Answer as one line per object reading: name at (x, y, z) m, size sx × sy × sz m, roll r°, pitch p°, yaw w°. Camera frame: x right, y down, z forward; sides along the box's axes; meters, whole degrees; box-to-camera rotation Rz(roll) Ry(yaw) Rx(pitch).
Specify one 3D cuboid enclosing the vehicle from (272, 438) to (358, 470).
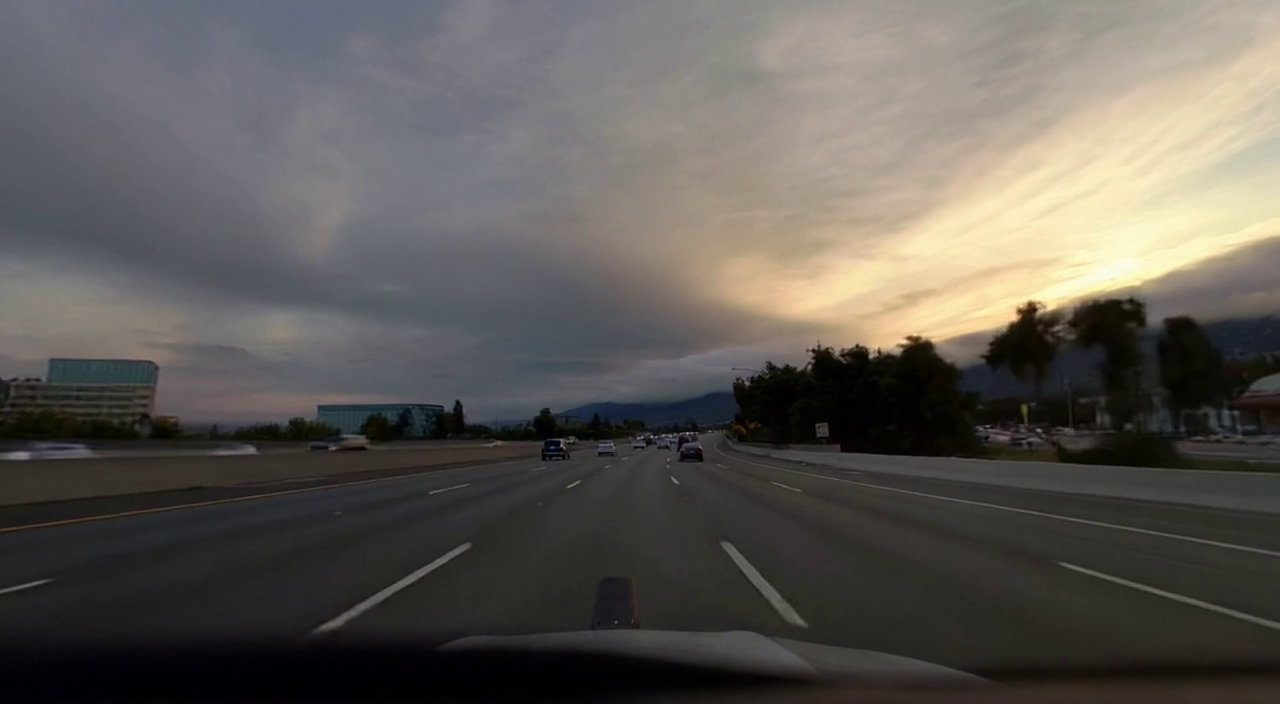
vehicle at (-19.730, 6.207, 38.687) m, size 2.327 × 1.788 × 5.212 m, roll 0°, pitch -9°, yaw 2°

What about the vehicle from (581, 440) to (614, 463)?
vehicle at (-3.280, 7.840, 49.851) m, size 2.179 × 1.693 × 4.204 m, roll 0°, pitch -9°, yaw 2°

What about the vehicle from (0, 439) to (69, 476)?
vehicle at (-30.898, 5.113, 30.668) m, size 1.991 × 1.717 × 4.607 m, roll 0°, pitch -9°, yaw 1°

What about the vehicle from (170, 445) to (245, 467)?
vehicle at (-30.775, 7.407, 45.141) m, size 1.909 × 1.469 × 4.727 m, roll 0°, pitch -9°, yaw 2°

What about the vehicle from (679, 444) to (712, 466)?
vehicle at (3.746, 7.075, 43.516) m, size 1.967 × 1.475 × 4.080 m, roll 0°, pitch -9°, yaw 1°
